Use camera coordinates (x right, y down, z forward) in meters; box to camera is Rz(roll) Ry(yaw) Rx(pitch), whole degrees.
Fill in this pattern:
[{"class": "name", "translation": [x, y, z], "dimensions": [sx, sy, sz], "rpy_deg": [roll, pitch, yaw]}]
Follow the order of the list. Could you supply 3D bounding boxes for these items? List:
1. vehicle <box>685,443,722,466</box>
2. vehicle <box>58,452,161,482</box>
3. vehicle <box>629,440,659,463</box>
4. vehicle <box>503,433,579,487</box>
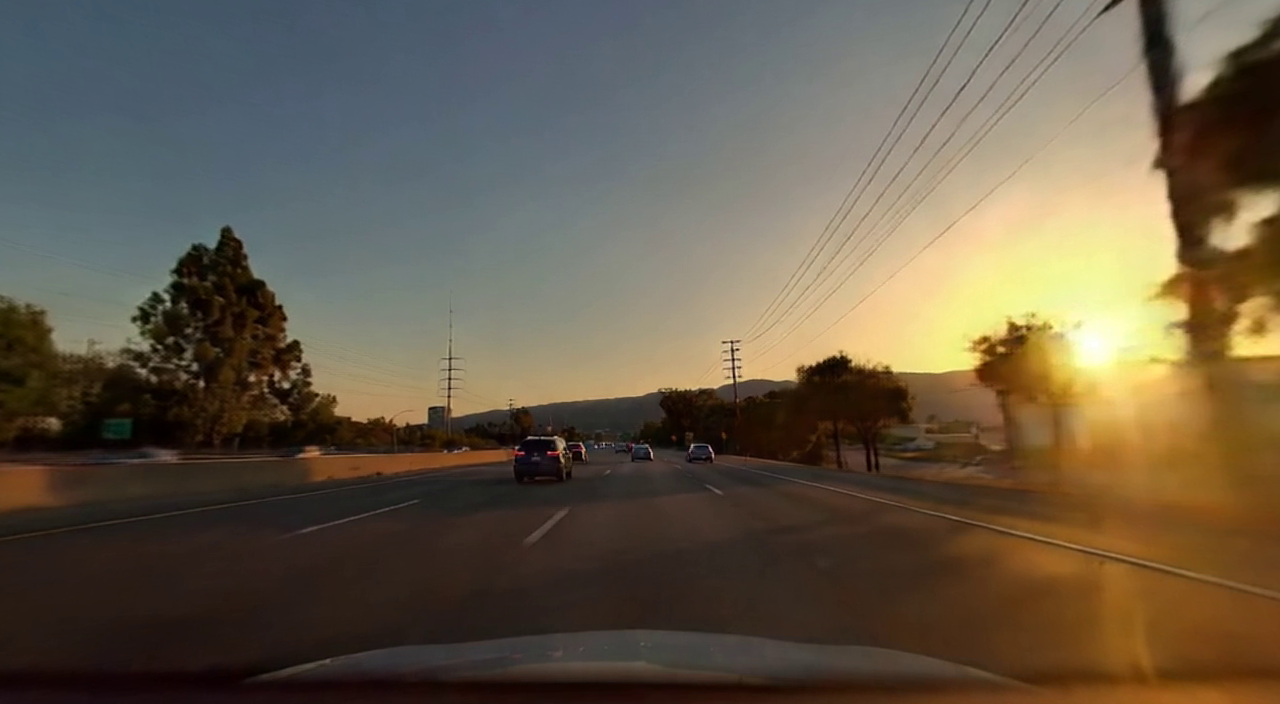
[{"class": "vehicle", "translation": [4.274, 6.953, 43.005], "dimensions": [1.964, 1.479, 4.252], "rpy_deg": [0, -8, -1]}, {"class": "vehicle", "translation": [-28.939, 6.256, 34.615], "dimensions": [1.797, 1.464, 4.428], "rpy_deg": [0, -8, 0]}, {"class": "vehicle", "translation": [0.300, 7.623, 48.300], "dimensions": [2.156, 1.647, 3.987], "rpy_deg": [0, -8, 1]}, {"class": "vehicle", "translation": [-3.347, 3.737, 22.171], "dimensions": [1.961, 1.704, 4.052], "rpy_deg": [0, -8, 1]}]
